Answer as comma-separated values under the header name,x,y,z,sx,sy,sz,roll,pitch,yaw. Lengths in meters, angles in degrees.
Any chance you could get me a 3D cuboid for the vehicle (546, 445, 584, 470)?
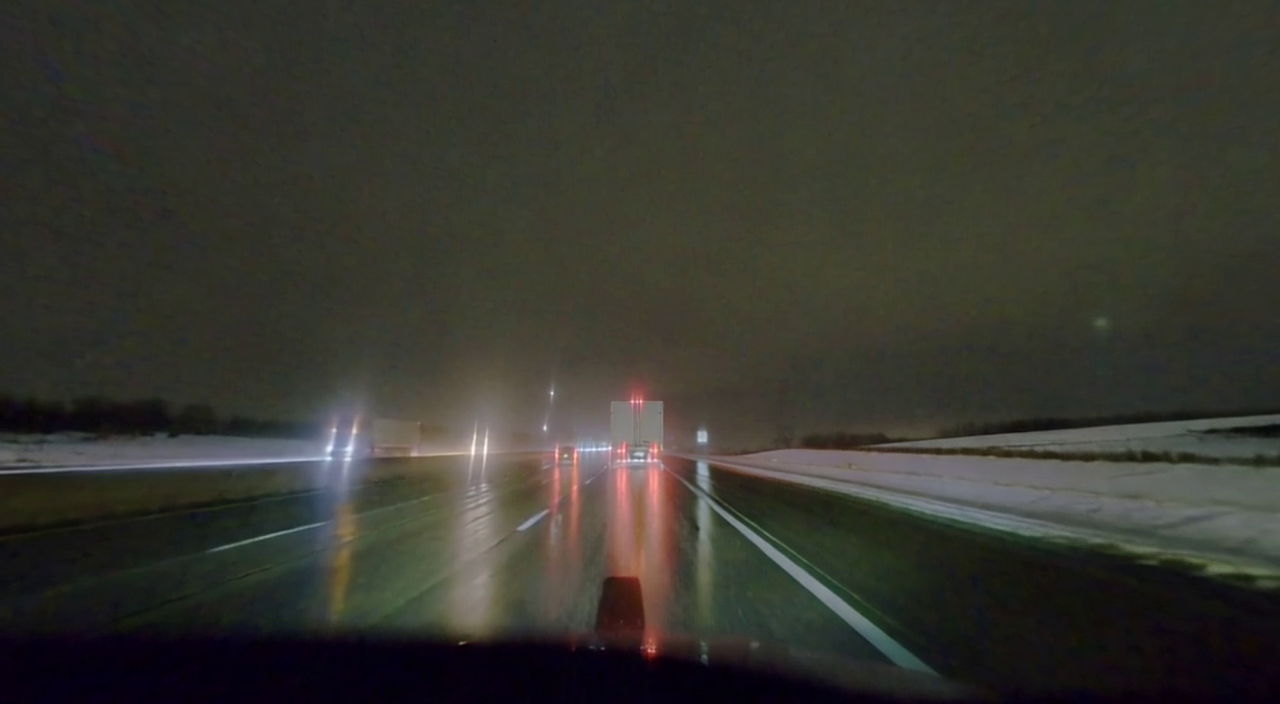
name,x,y,z,sx,sy,sz,roll,pitch,yaw
vehicle,-4.709,6.695,40.336,1.892,1.471,5.047,0,-9,-1
